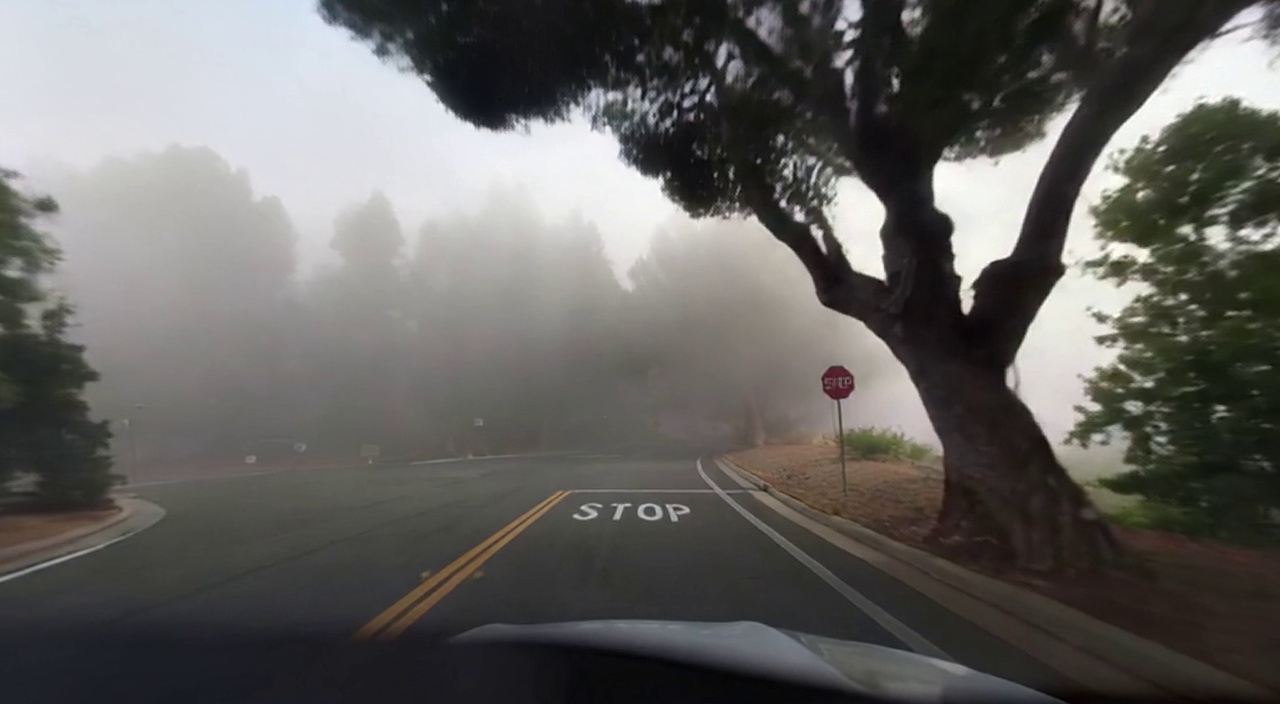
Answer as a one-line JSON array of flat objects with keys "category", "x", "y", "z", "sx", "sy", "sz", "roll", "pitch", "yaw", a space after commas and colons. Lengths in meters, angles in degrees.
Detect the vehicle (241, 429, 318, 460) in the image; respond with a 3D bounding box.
[{"category": "vehicle", "x": -27.292, "y": 7.020, "z": 47.886, "sx": 4.733, "sy": 1.892, "sz": 1.939, "roll": -4, "pitch": -4, "yaw": 3}]
